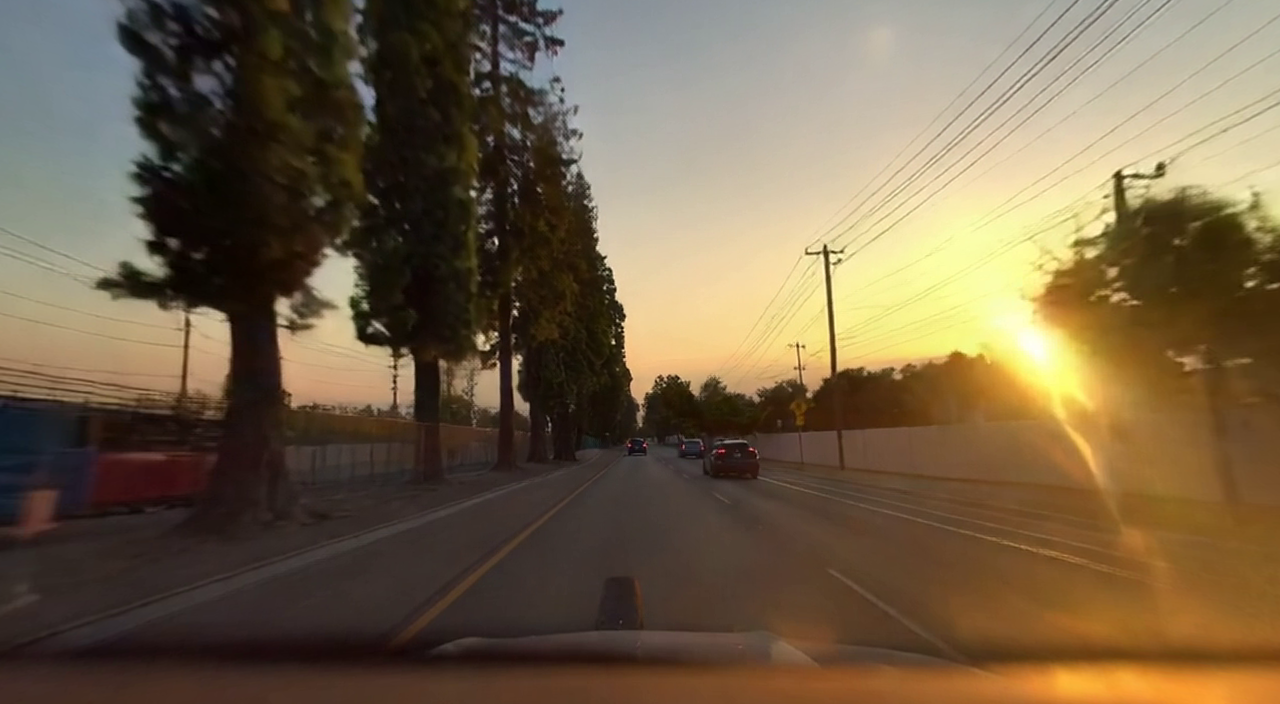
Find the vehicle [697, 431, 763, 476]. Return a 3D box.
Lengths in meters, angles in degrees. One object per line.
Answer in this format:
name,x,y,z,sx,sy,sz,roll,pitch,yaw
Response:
vehicle,3.863,4.470,27.966,2.112,1.825,4.574,0,-8,-2

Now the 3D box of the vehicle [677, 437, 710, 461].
vehicle,3.780,6.986,45.461,2.012,1.653,4.115,0,-8,-1

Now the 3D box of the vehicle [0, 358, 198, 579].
vehicle,-8.864,1.535,8.779,3.613,2.628,2.227,0,-9,2
